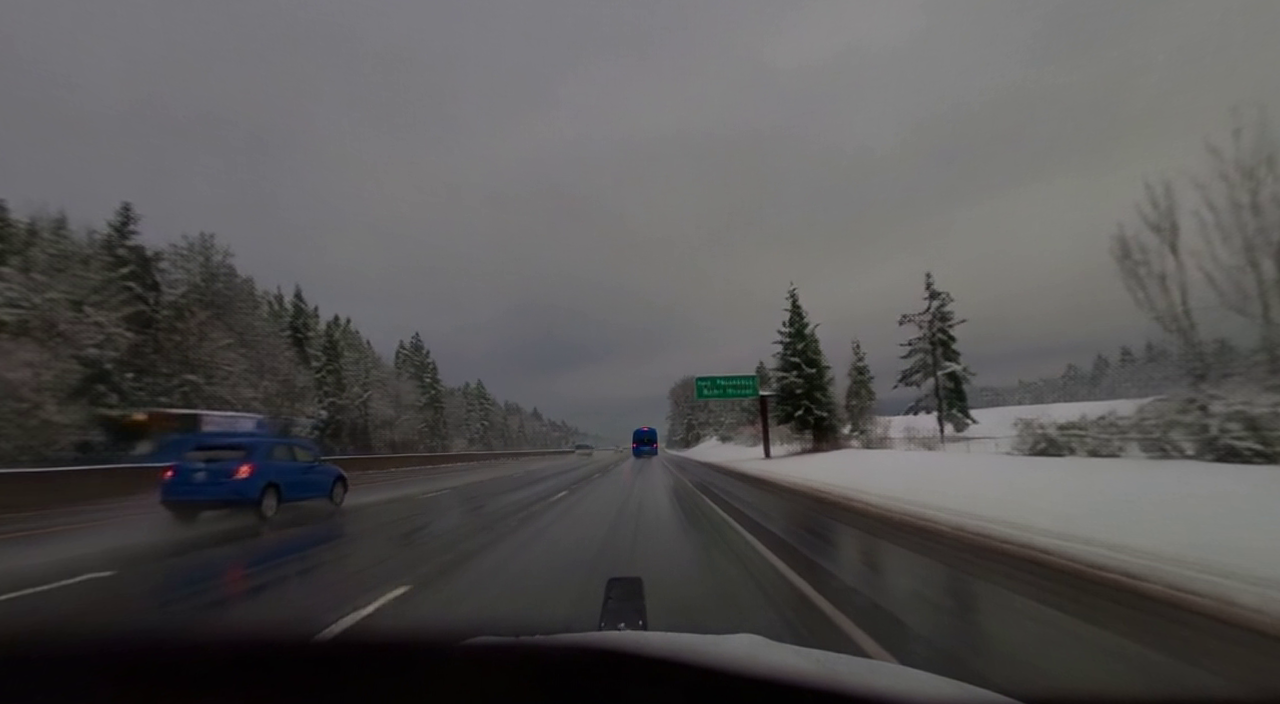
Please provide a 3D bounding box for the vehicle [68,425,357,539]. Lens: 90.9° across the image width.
[{"bbox_3d":[-7.459,2.283,11.806,2.080,1.674,4.660,0,-8,1],"label":"vehicle"}]
